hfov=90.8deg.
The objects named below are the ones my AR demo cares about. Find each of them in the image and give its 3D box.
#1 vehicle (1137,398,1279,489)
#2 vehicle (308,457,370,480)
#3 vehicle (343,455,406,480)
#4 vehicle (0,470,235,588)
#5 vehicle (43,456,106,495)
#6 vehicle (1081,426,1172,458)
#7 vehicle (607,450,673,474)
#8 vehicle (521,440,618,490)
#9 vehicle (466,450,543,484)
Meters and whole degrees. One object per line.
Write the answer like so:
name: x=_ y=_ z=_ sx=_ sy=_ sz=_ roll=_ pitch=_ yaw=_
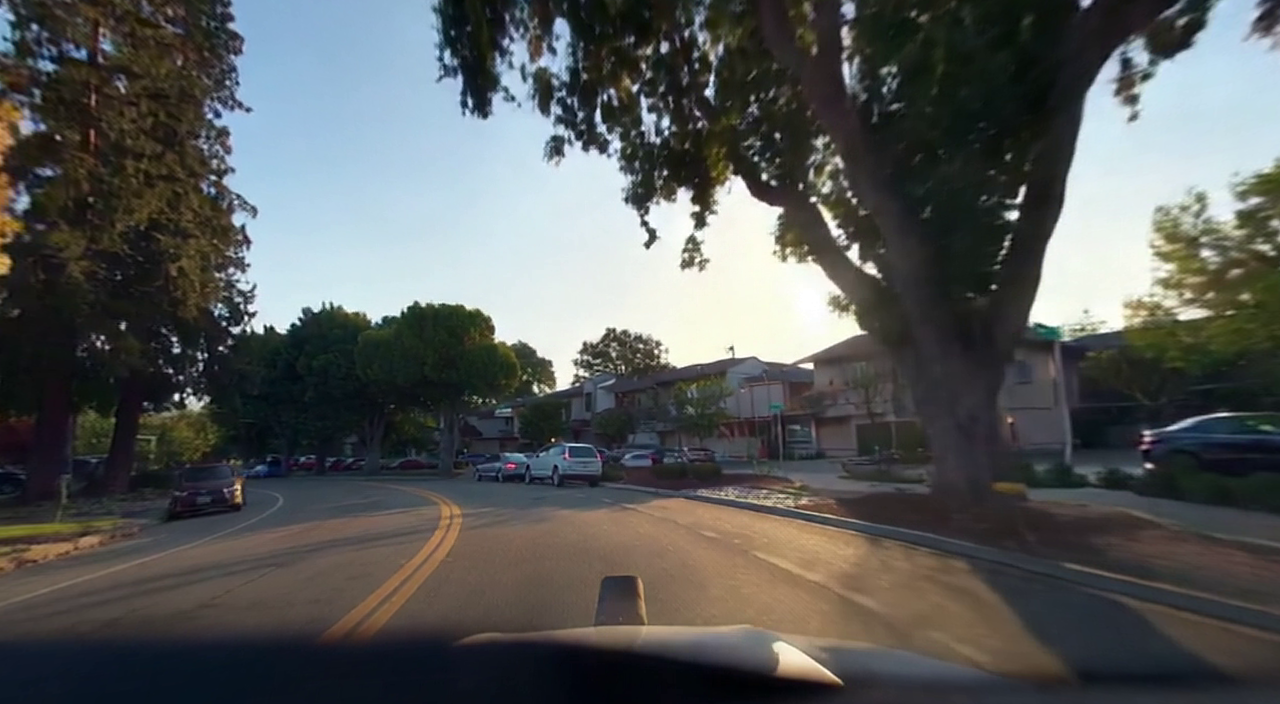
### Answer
vehicle: x=12.604 y=1.785 z=12.350 sx=4.248 sy=1.657 sz=1.940 roll=-5 pitch=-10 yaw=32
vehicle: x=-22.010 y=8.431 z=46.079 sx=4.789 sy=1.509 sz=2.016 roll=-6 pitch=-11 yaw=37
vehicle: x=-17.985 y=7.774 z=42.721 sx=4.713 sy=1.508 sz=1.884 roll=-7 pitch=-11 yaw=40
vehicle: x=-9.335 y=2.622 z=9.696 sx=2.876 sy=1.170 sz=6.732 roll=-3 pitch=-8 yaw=-10
vehicle: x=-42.070 y=9.071 z=46.961 sx=5.472 sy=2.223 sz=2.382 roll=-3 pitch=-5 yaw=37
vehicle: x=30.010 y=5.547 z=39.048 sx=4.251 sy=1.666 sz=2.136 roll=-7 pitch=-5 yaw=39
vehicle: x=0.056 y=7.005 z=40.529 sx=2.218 sy=1.373 sz=4.156 roll=-7 pitch=-10 yaw=35
vehicle: x=-2.956 y=4.475 z=25.509 sx=2.289 sy=1.785 sz=4.944 roll=4 pitch=-9 yaw=-26
vehicle: x=-6.919 y=5.751 z=31.918 sx=2.066 sy=1.509 sz=4.579 roll=6 pitch=-10 yaw=-36
